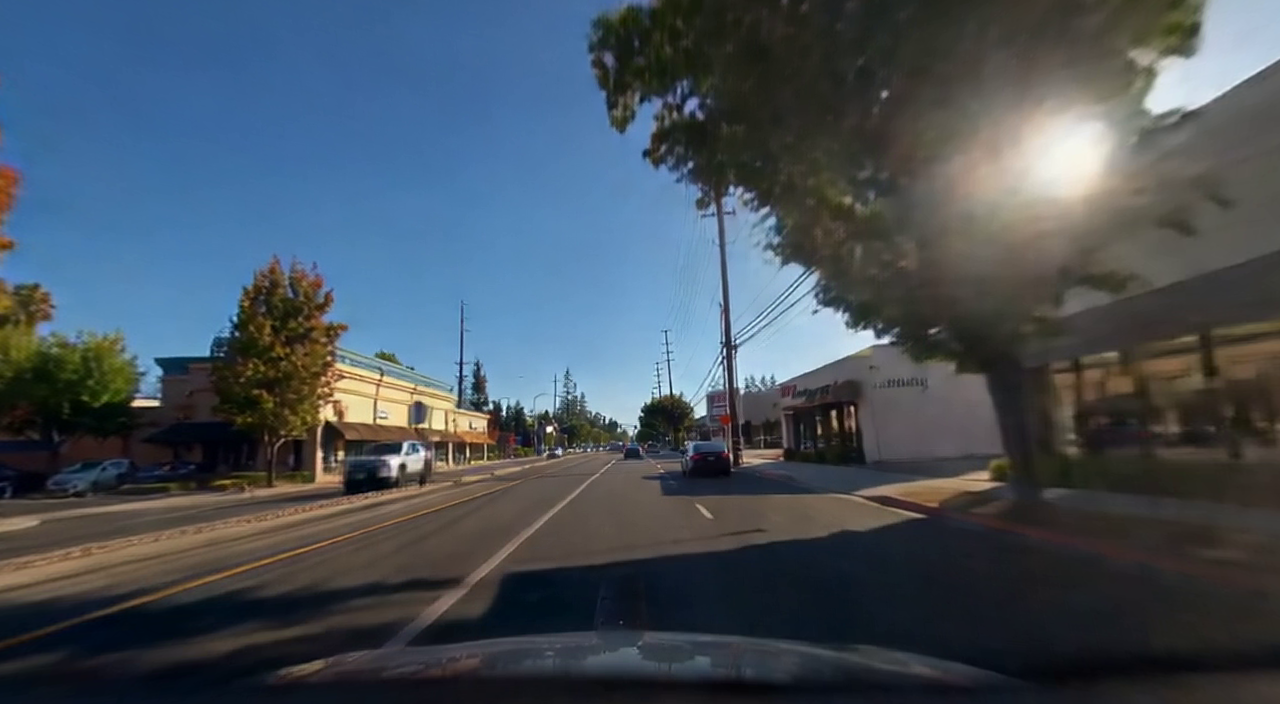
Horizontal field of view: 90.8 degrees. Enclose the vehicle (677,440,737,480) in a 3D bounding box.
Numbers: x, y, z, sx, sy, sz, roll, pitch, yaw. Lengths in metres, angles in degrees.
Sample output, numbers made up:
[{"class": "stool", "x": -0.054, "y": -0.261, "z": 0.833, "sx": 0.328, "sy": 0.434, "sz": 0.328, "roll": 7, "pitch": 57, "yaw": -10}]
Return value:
[{"class": "vehicle", "x": 2.638, "y": 4.348, "z": 25.653, "sx": 1.975, "sy": 1.497, "sz": 3.647, "roll": 0, "pitch": -9, "yaw": -1}]
